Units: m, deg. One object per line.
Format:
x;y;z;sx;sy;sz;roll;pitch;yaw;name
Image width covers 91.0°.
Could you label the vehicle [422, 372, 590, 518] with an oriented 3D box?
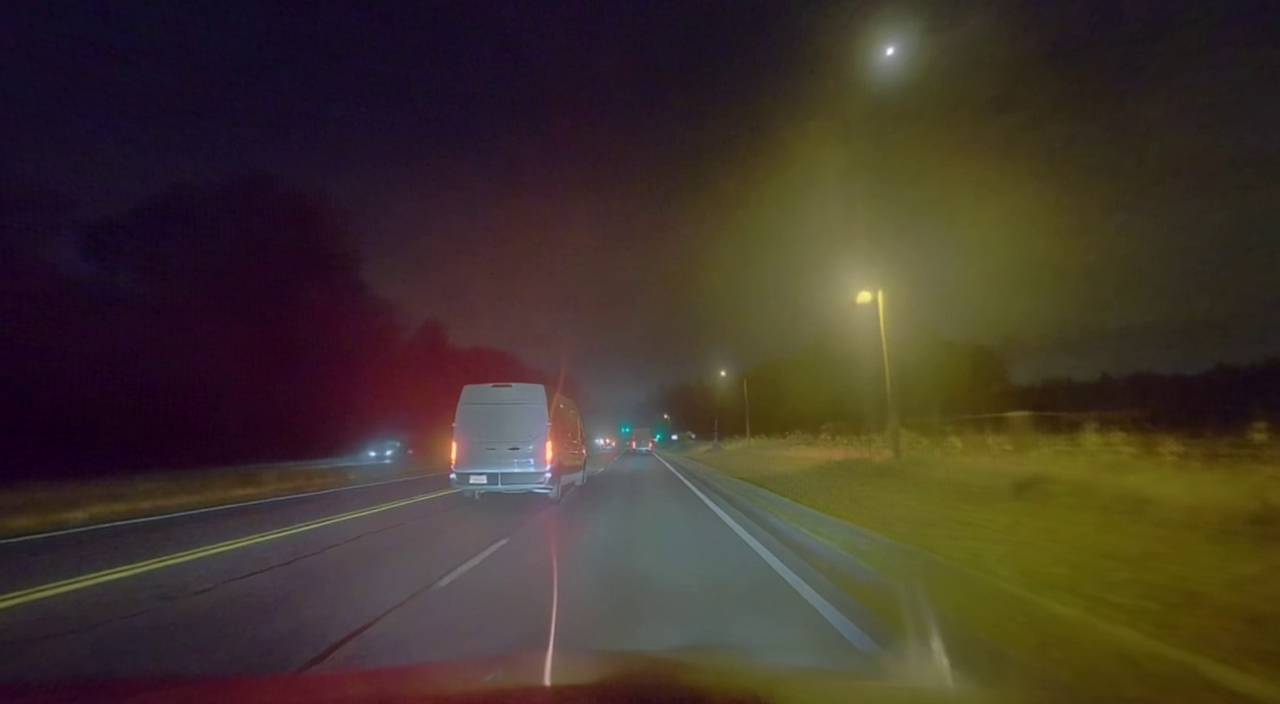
-2.659;2.122;14.482;2.497;2.628;6.016;0;-8;0;vehicle
